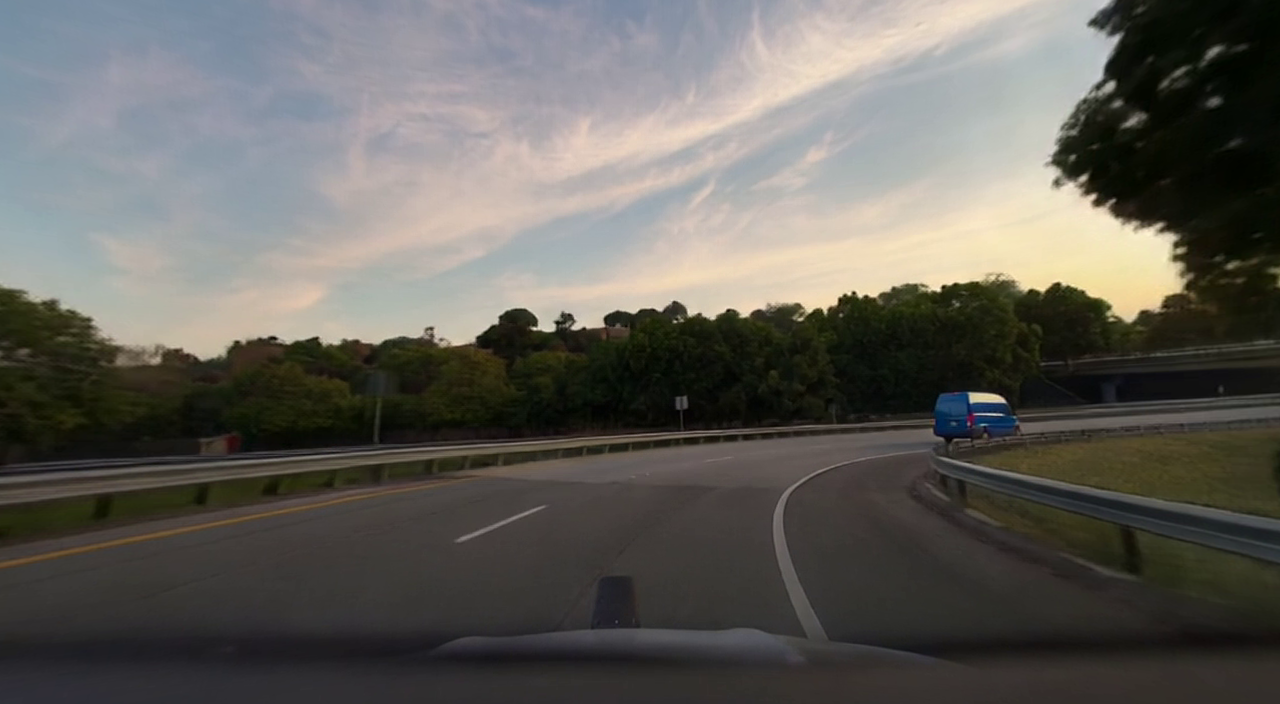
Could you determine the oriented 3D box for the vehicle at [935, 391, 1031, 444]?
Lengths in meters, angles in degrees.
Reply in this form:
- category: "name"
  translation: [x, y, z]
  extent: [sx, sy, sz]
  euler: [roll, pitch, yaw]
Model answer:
- category: "vehicle"
  translation: [18.078, 3.475, 33.117]
  extent: [5.330, 2.577, 2.352]
  euler: [5, -9, -37]
